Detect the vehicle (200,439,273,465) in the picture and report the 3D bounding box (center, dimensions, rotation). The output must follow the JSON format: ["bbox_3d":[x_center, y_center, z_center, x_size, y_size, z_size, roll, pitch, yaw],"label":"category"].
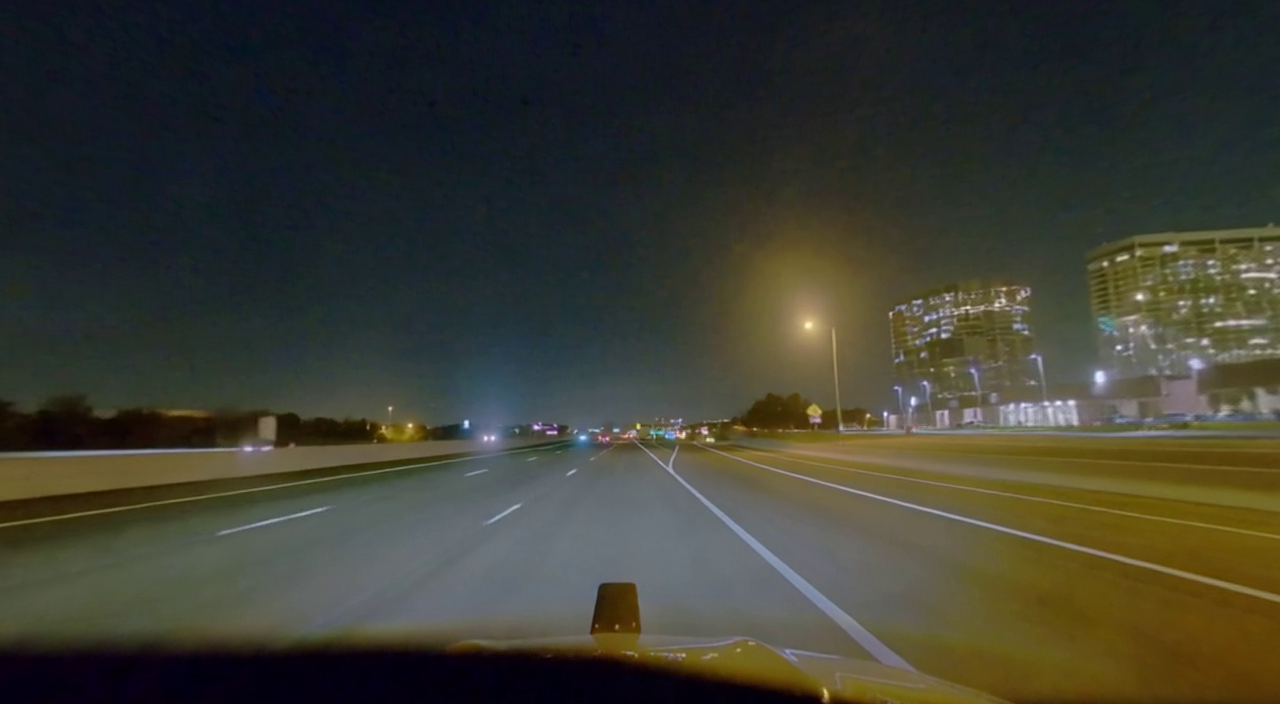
[{"bbox_3d":[-24.909,6.180,38.989,1.840,1.491,4.012,0,-8,0],"label":"vehicle"}]
